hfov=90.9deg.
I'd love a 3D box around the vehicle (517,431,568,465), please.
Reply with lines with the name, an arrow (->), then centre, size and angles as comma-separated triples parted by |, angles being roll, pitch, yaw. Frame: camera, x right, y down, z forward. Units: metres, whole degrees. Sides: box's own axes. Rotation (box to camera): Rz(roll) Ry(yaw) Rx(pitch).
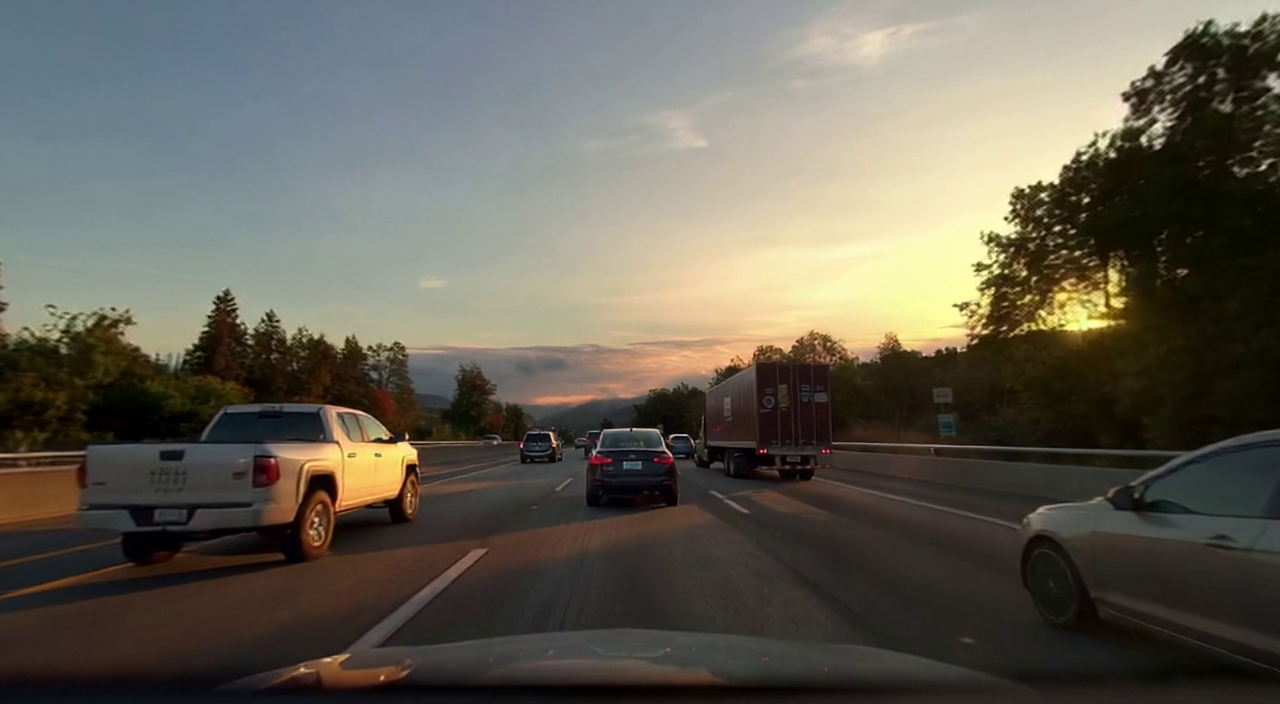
vehicle -> -4.928, 4.883, 32.256 | 1.971, 1.648, 3.983 | 0, -8, 0

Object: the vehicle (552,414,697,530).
vehicle -> -0.254, 1.992, 11.047 | 2.083, 1.647, 3.799 | 0, -8, -1

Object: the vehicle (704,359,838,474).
vehicle -> 5.437, 3.273, 29.843 | 2.888, 4.135, 14.071 | 0, -8, -2

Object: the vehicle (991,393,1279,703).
vehicle -> 3.542, 0.910, 2.530 | 1.951, 1.477, 3.963 | 0, -8, 0

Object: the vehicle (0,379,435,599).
vehicle -> -4.278, 1.425, 7.514 | 2.101, 1.767, 4.702 | 0, -8, -1
